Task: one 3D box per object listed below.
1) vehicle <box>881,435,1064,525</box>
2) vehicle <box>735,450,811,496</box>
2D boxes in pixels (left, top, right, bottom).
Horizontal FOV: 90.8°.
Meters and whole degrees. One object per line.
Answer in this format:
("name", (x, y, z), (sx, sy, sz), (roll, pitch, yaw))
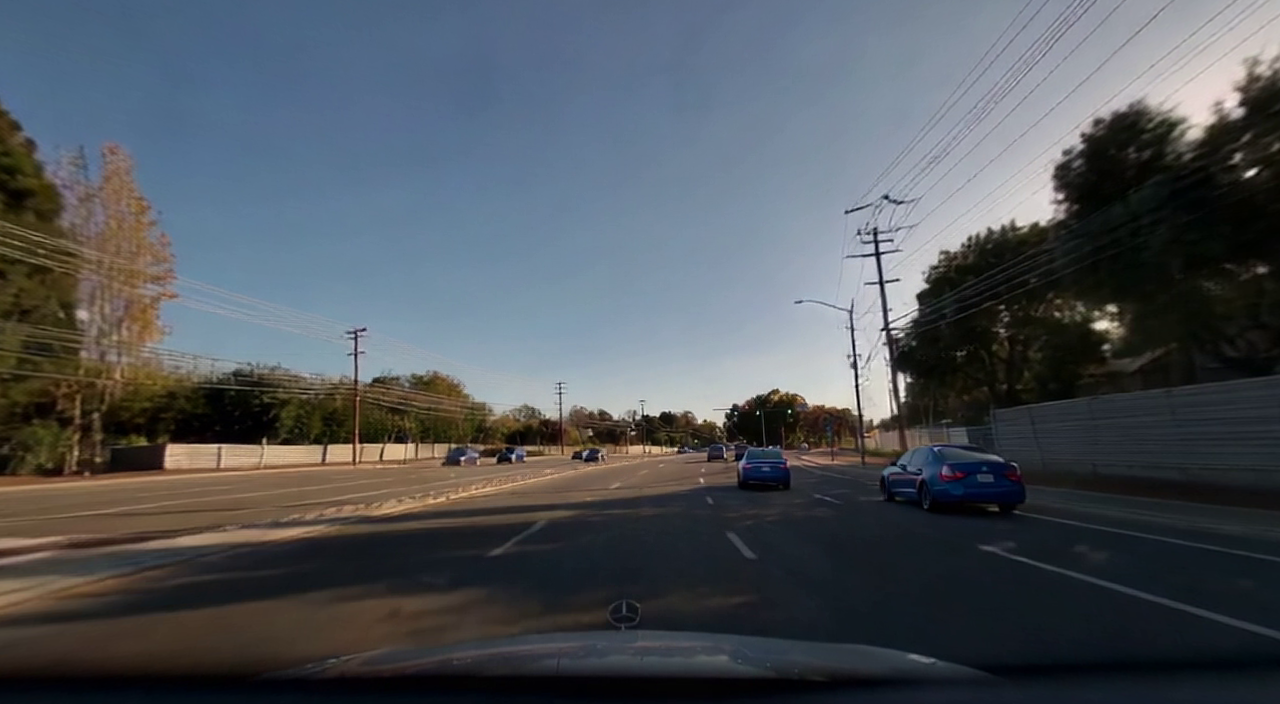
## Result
("vehicle", (7.627, 2.966, 15.132), (2.029, 1.795, 4.371), (0, -9, 1))
("vehicle", (4.634, 4.263, 22.663), (2.035, 1.460, 4.392), (-1, -9, 4))
